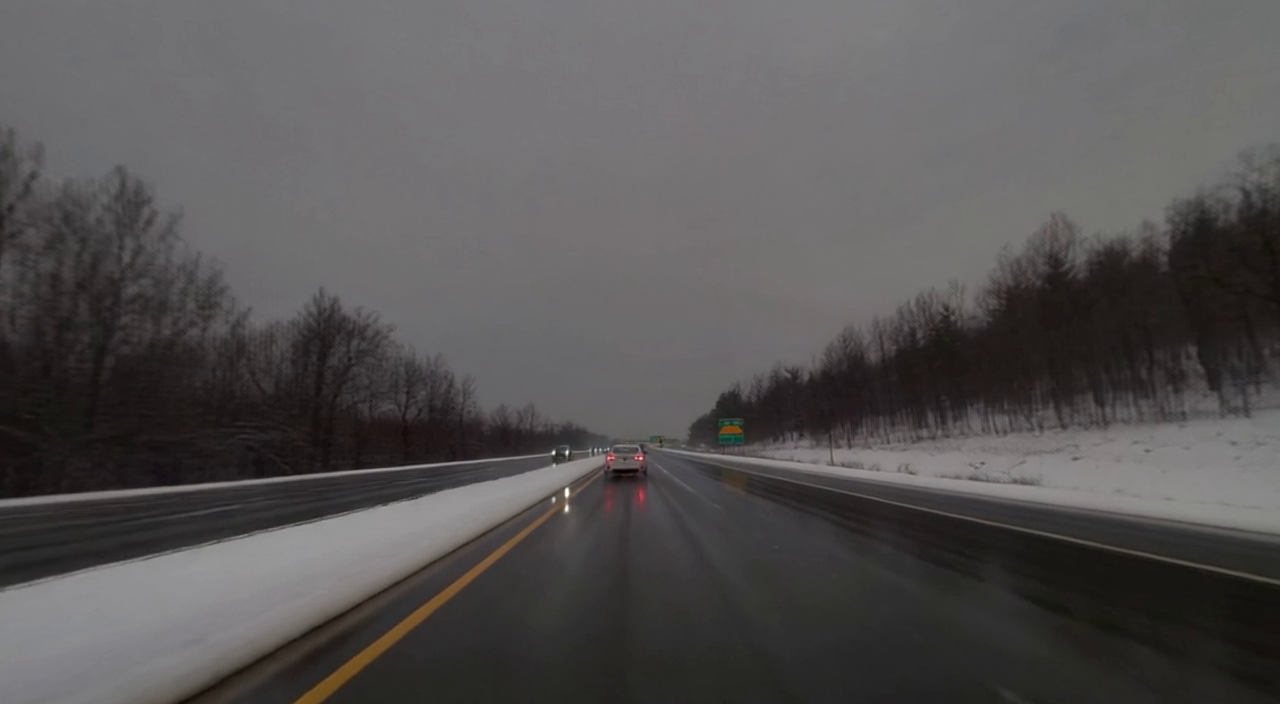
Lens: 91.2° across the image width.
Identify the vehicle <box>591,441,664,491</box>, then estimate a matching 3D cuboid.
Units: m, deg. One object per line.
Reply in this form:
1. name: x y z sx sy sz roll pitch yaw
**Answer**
1. vehicle: -0.436 3.811 21.263 2.244 1.506 4.097 0 -9 -1
